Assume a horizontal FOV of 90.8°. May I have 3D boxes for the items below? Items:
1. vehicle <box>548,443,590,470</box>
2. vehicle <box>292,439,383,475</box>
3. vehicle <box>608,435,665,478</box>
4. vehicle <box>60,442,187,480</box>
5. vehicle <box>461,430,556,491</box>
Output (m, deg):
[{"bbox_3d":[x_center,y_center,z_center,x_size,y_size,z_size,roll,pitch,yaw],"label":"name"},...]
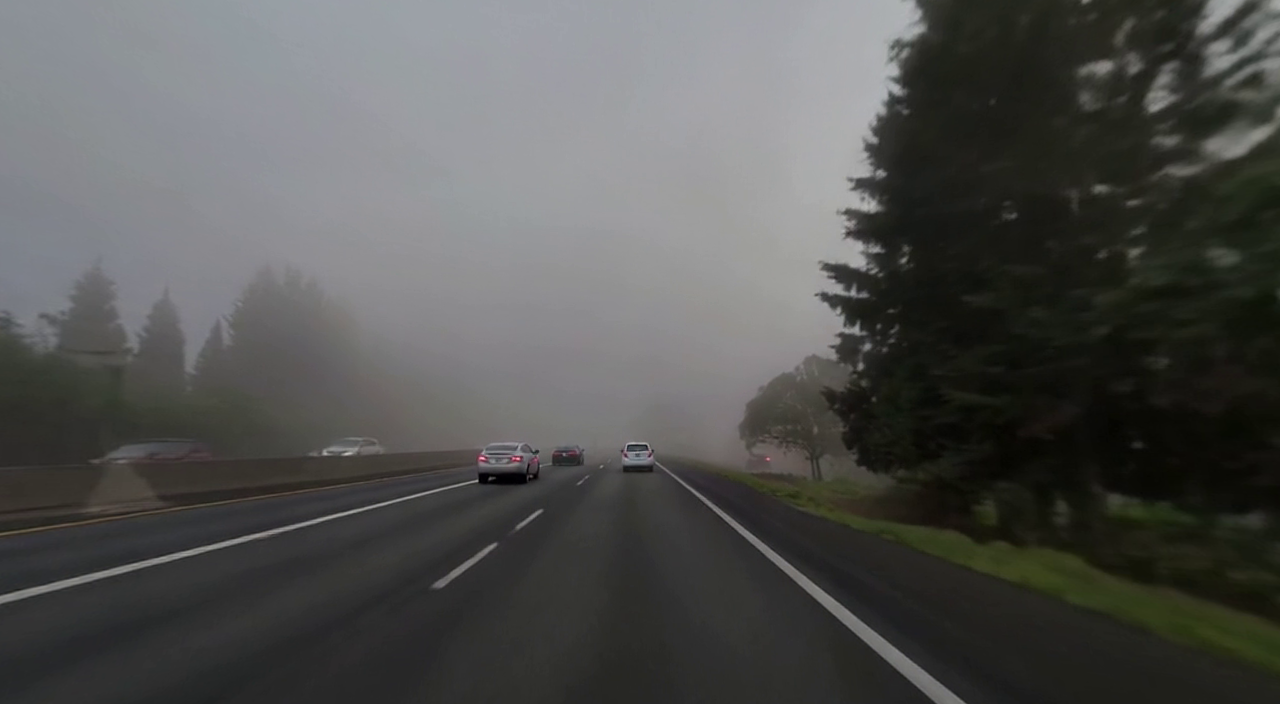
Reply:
[{"bbox_3d":[-4.248,6.284,38.387,2.084,1.528,4.094,0,-8,0],"label":"vehicle"},{"bbox_3d":[-17.060,5.917,36.020,2.321,1.854,5.620,0,-8,1],"label":"vehicle"},{"bbox_3d":[-0.176,4.659,28.479,2.378,1.750,4.355,0,-8,-1],"label":"vehicle"},{"bbox_3d":[-21.393,4.498,26.404,1.822,1.467,4.062,0,-8,0],"label":"vehicle"},{"bbox_3d":[-4.051,3.427,20.246,2.044,1.717,4.421,0,-8,1],"label":"vehicle"}]
